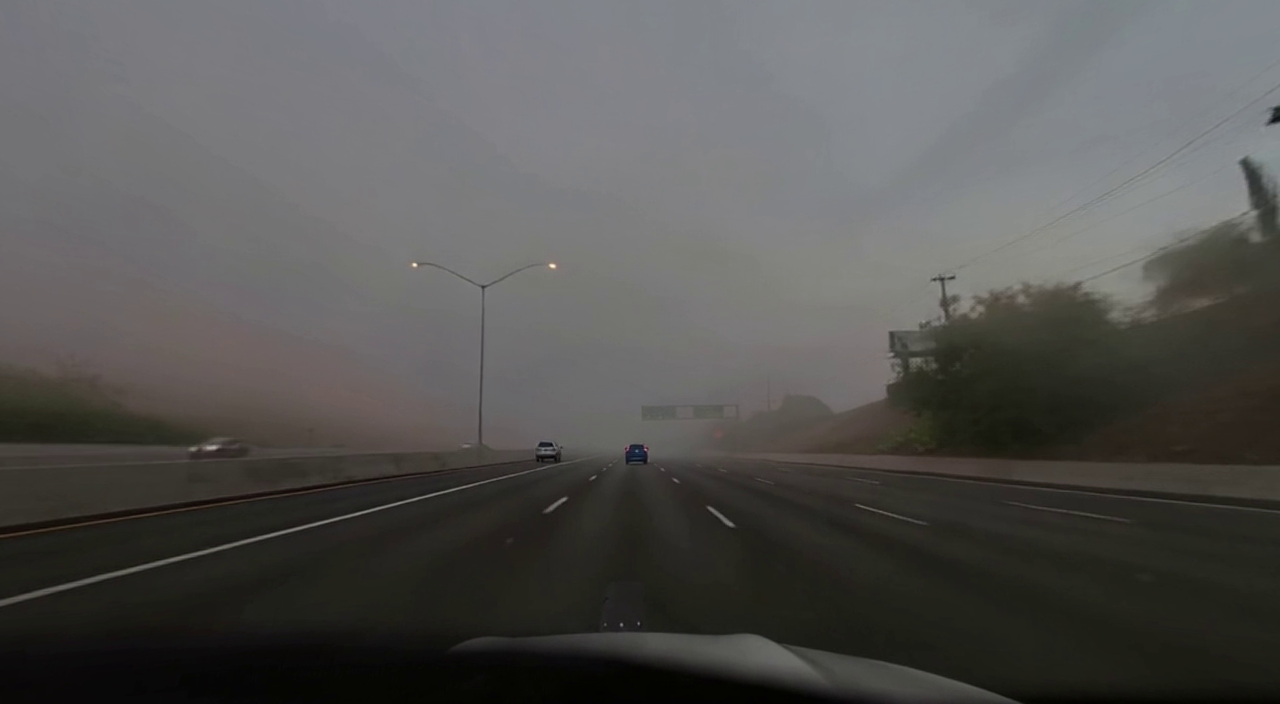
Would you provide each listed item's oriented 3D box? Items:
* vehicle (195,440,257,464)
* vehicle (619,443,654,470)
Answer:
[{"bbox_3d":[-27.966,6.754,42.758,1.701,1.477,3.541,0,-8,1],"label":"vehicle"},{"bbox_3d":[-0.249,6.516,39.600,2.074,1.574,3.971,0,-8,-1],"label":"vehicle"}]
